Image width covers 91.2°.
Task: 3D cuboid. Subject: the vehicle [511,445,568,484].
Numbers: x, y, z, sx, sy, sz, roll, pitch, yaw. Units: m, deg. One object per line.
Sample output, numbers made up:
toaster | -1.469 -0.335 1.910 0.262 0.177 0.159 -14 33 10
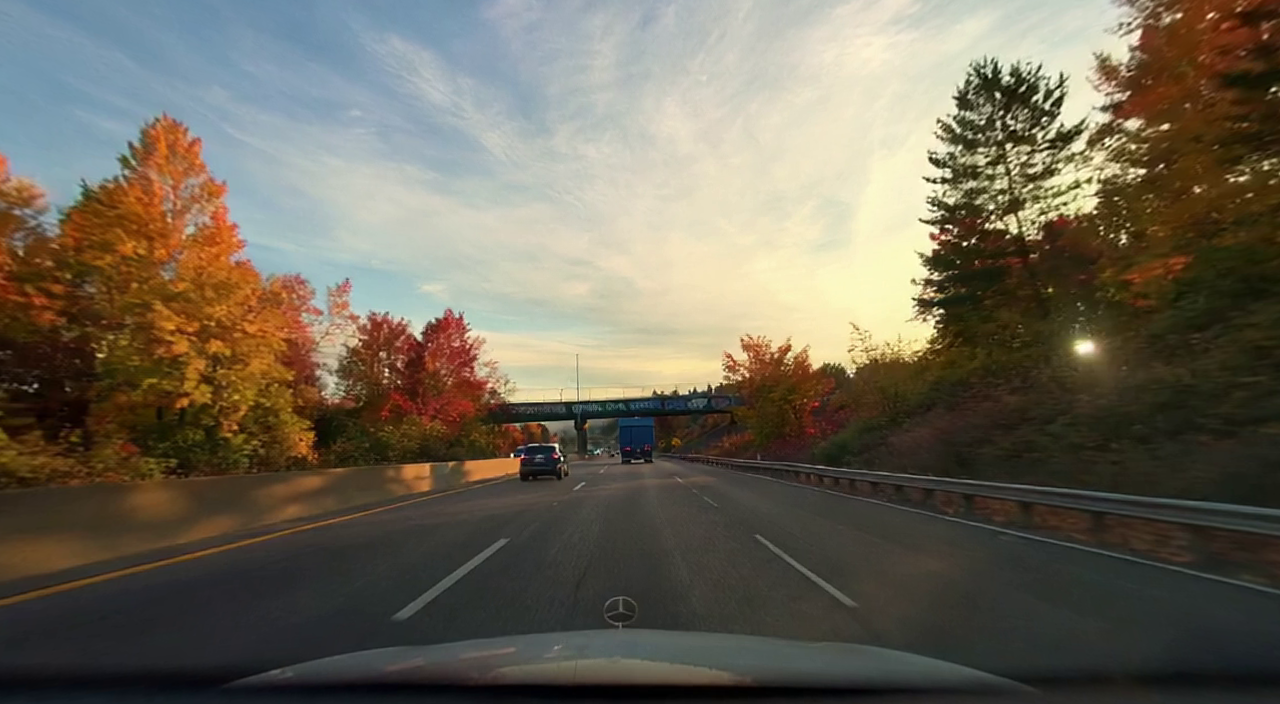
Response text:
vehicle | -4.305 4.874 27.384 1.892 1.529 3.996 0 -9 -1
